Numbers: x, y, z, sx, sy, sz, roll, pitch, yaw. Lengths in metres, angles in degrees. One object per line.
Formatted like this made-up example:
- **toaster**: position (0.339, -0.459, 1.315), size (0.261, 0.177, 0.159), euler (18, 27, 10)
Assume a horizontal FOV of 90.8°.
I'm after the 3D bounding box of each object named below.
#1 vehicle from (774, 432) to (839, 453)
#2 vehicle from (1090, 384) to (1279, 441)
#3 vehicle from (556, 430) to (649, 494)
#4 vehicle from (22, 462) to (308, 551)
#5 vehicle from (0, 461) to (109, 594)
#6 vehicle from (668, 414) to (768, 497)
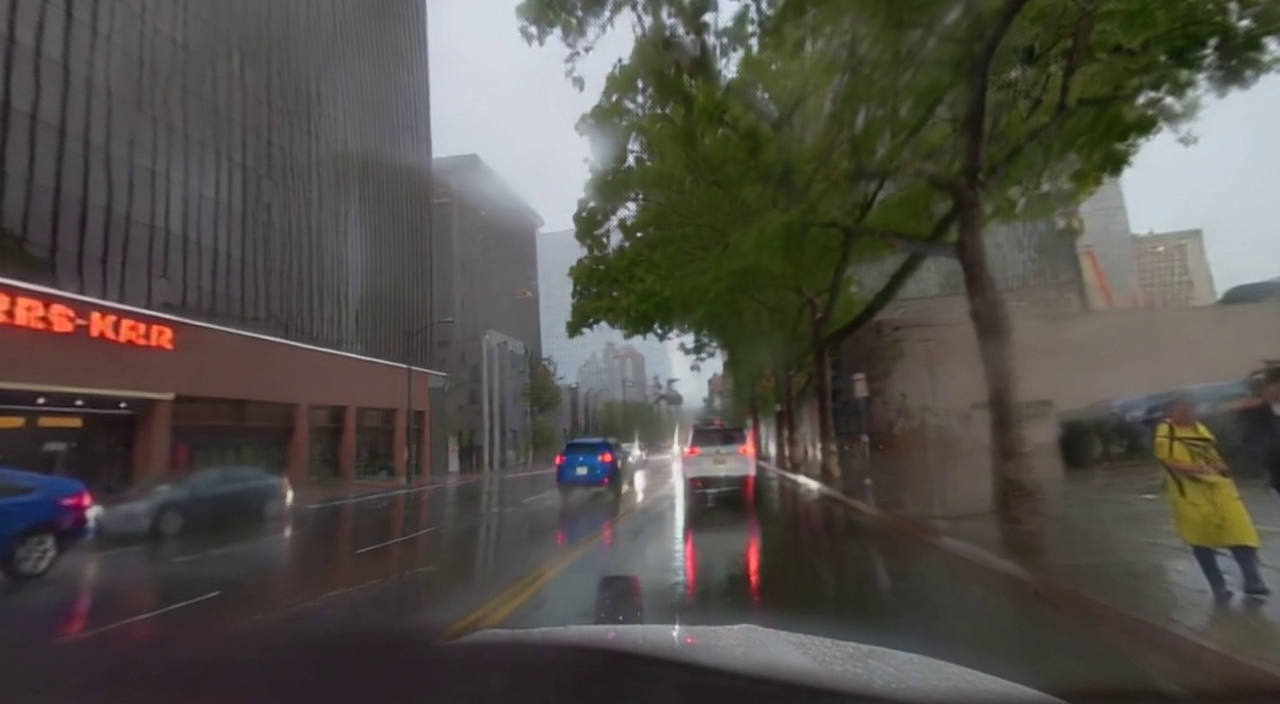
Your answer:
- **vehicle**: position (12.549, 6.853, 47.872), size (4.426, 1.490, 1.862), euler (-1, -8, 4)
- **vehicle**: position (14.716, 1.632, 16.687), size (4.189, 1.395, 1.725), euler (-1, -8, 7)
- **vehicle**: position (-1.012, 3.303, 19.323), size (2.023, 1.702, 4.152), euler (-1, -9, 8)
- **vehicle**: position (-10.534, 3.409, 14.784), size (2.103, 1.514, 5.374), euler (-1, -8, 7)
- **vehicle**: position (-8.527, 1.945, 6.521), size (1.857, 1.507, 4.504), euler (-1, -8, 7)
- **vehicle**: position (2.110, 2.840, 17.584), size (2.352, 1.953, 4.796), euler (-1, -8, 6)
